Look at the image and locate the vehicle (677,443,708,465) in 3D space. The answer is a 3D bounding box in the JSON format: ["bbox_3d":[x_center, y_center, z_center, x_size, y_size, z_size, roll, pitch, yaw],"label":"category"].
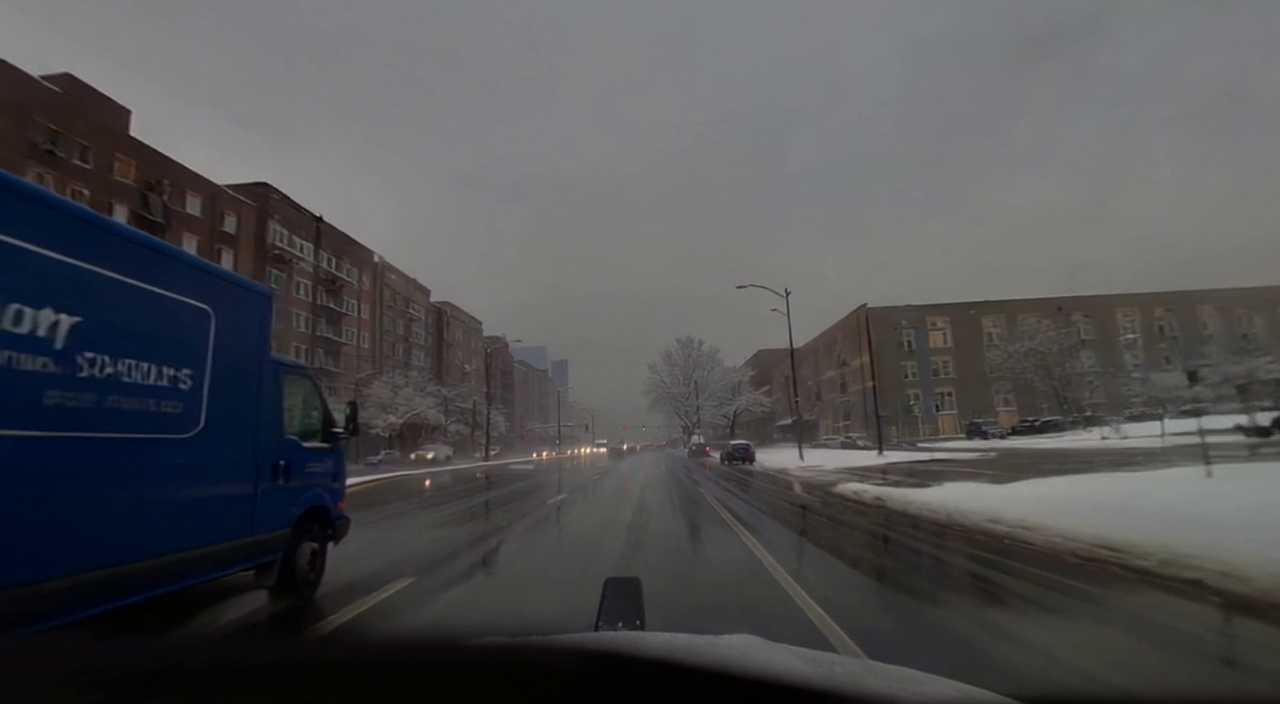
[{"bbox_3d":[3.855,7.547,46.956,1.878,1.534,4.120,0,-8,-1],"label":"vehicle"}]

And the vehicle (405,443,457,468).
[{"bbox_3d":[-14.914,7.384,45.331,2.151,1.705,4.537,0,-8,0],"label":"vehicle"}]

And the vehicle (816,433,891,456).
[{"bbox_3d":[15.589,6.801,46.391,4.830,1.605,1.982,-1,-9,5],"label":"vehicle"}]

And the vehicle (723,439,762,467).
[{"bbox_3d":[6.962,6.887,43.194,2.175,1.770,4.373,-1,-8,4],"label":"vehicle"}]

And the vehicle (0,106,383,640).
[{"bbox_3d":[-5.030,0.357,5.225,2.763,2.974,7.562,0,-8,-2],"label":"vehicle"}]
